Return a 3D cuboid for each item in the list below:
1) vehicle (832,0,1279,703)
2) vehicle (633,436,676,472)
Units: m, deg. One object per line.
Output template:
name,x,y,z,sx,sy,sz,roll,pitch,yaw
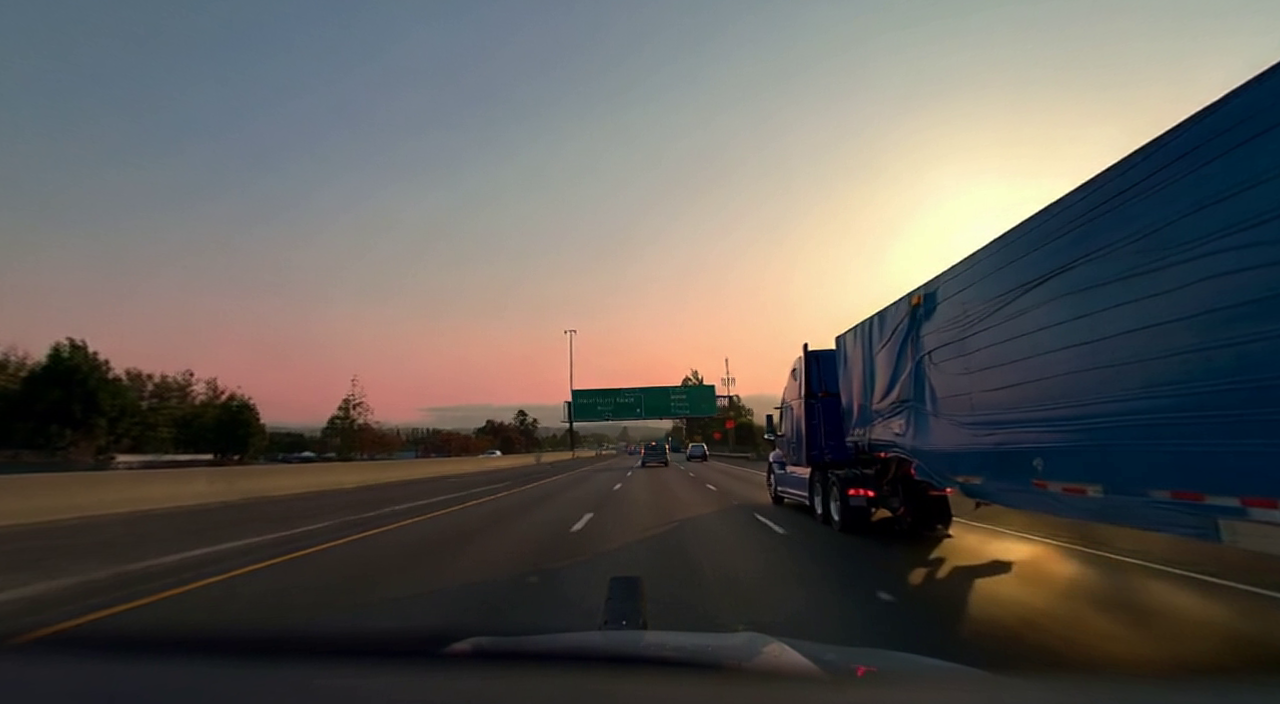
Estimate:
vehicle,4.184,-0.580,0.903,3.019,4.145,16.453,0,-8,1
vehicle,0.778,5.605,34.770,2.205,1.860,4.301,0,-8,0
